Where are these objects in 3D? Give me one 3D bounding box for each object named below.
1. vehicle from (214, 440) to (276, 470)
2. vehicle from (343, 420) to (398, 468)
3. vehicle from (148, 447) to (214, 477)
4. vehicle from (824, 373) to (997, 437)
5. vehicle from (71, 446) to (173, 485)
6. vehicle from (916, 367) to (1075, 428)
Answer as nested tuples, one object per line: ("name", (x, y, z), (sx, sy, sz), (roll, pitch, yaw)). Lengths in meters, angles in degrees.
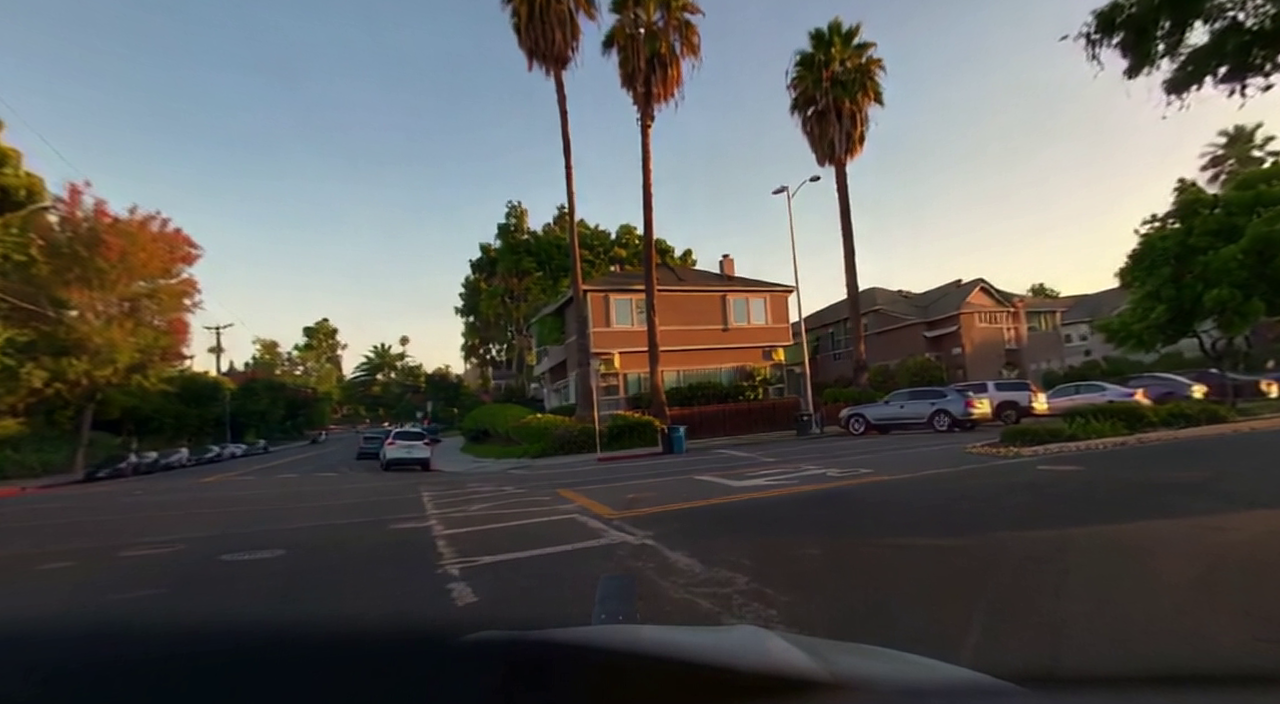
("vehicle", (-22.562, 5.899, 36.262), (2.071, 1.538, 4.428), (1, -9, -20))
("vehicle", (-12.599, 4.336, 29.665), (2.154, 2.035, 4.261), (1, -9, -22))
("vehicle", (-25.404, 6.074, 35.122), (1.795, 1.463, 4.382), (1, -9, -20))
("vehicle", (8.906, 1.893, 21.230), (1.998, 1.752, 4.866), (5, -11, -38))
("vehicle", (-23.075, 5.038, 28.397), (2.118, 1.526, 4.727), (1, -9, -22))
("vehicle", (12.341, 1.698, 22.205), (1.995, 1.772, 4.273), (4, -10, -36))
